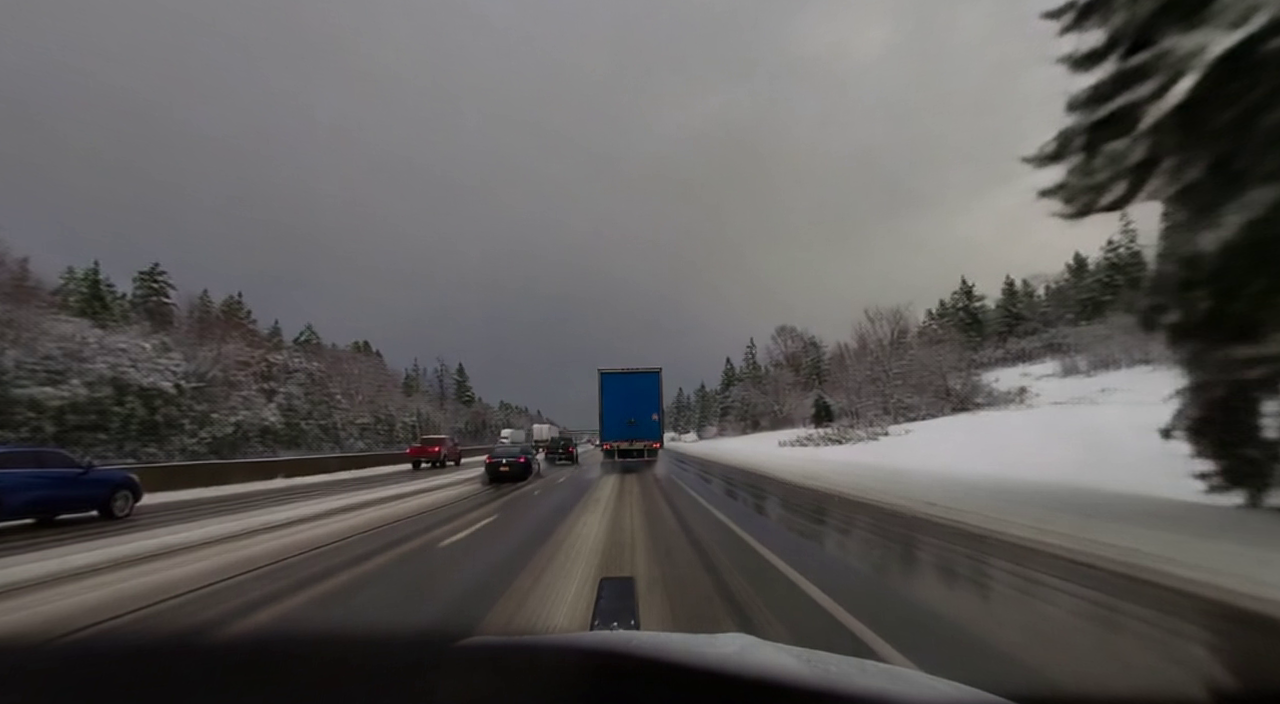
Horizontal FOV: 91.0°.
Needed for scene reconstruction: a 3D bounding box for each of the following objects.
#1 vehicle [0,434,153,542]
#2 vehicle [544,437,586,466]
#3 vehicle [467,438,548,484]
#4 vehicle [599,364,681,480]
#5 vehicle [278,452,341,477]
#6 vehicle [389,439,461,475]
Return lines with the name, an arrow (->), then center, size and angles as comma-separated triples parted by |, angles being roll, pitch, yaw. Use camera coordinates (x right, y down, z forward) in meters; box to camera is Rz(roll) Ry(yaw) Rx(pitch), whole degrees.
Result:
vehicle -> -10.048, 2.007, 9.431 | 1.899, 1.517, 4.554 | 0, -8, -1
vehicle -> -4.597, 6.150, 39.171 | 2.158, 1.680, 4.087 | 0, -8, 0
vehicle -> -4.864, 4.046, 23.714 | 2.164, 1.582, 3.979 | 0, -8, 0
vehicle -> -0.223, 3.254, 27.847 | 2.913, 4.113, 10.724 | 0, -8, -2
vehicle -> -21.332, 7.242, 40.834 | 1.745, 1.444, 4.404 | -1, -8, 0
vehicle -> -10.262, 4.999, 30.370 | 1.952, 1.590, 4.090 | 0, -8, 1
